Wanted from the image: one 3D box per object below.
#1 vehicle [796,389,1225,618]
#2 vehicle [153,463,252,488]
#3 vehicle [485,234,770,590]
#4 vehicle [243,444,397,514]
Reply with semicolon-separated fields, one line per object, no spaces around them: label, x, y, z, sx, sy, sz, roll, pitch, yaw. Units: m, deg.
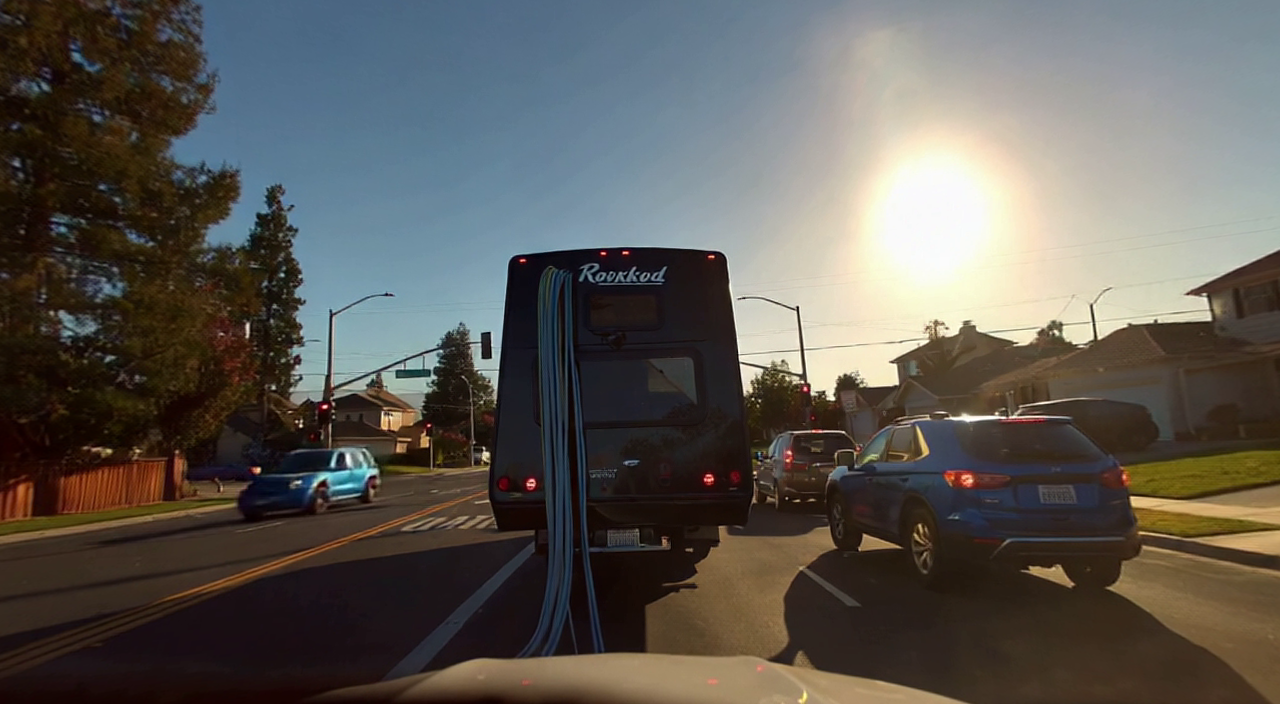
vehicle;3.403;1.493;7.136;2.104;1.735;4.408;0;-9;0
vehicle;-28.827;8.135;41.763;4.954;1.506;2.014;0;-9;-3
vehicle;-0.113;1.130;10.333;2.709;3.511;8.213;0;-9;0
vehicle;-8.881;3.525;18.090;2.110;1.713;4.449;0;-9;-1
